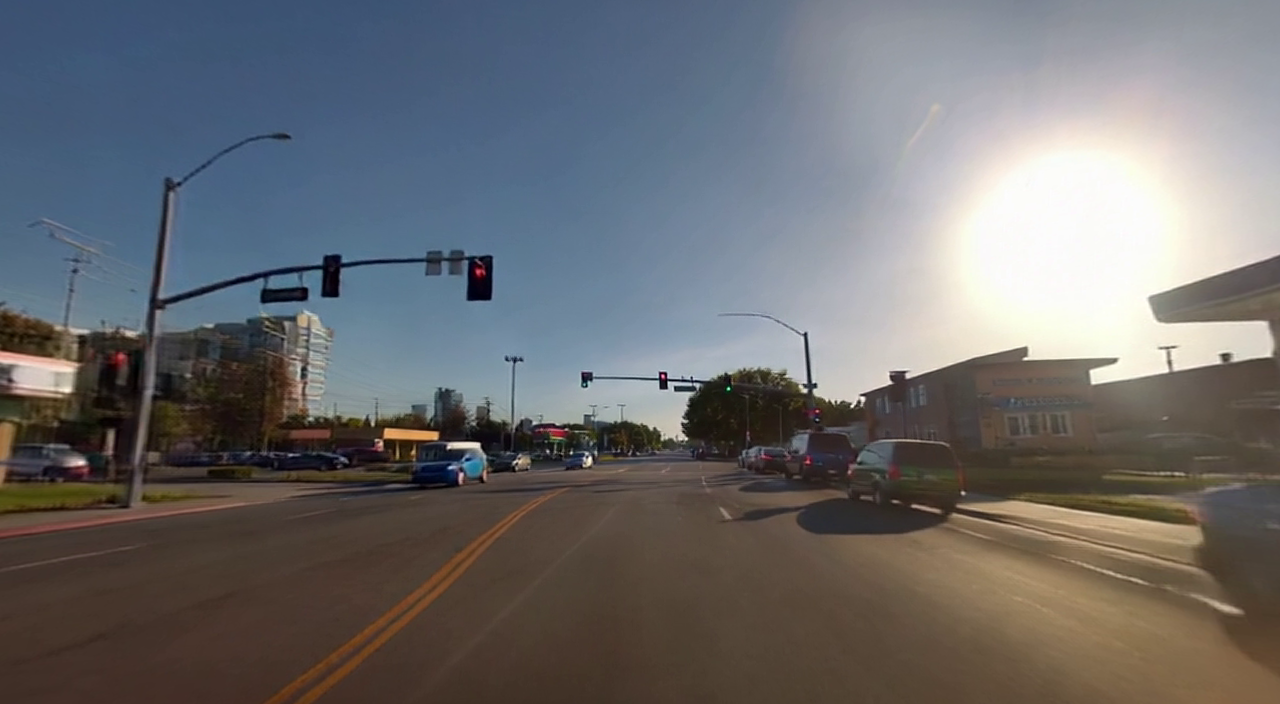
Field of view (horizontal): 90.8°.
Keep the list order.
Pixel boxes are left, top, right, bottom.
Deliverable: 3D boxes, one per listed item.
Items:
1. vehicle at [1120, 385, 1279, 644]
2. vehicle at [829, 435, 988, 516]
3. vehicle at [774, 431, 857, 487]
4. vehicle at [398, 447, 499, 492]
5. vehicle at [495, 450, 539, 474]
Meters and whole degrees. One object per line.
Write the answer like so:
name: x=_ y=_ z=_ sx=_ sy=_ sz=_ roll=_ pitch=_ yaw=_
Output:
vehicle: x=5.755 y=1.052 z=3.680 sx=2.194 sy=1.896 sz=5.049 roll=-1 pitch=-9 yaw=5
vehicle: x=6.615 y=3.076 z=16.334 sx=1.995 sy=1.720 sz=5.067 roll=0 pitch=-9 yaw=2
vehicle: x=7.310 y=4.541 z=27.070 sx=2.181 sy=2.103 sz=6.044 roll=-1 pitch=-9 yaw=4
vehicle: x=-7.502 y=4.634 z=25.322 sx=2.007 sy=1.606 sz=4.764 roll=-1 pitch=-9 yaw=8
vehicle: x=-8.851 y=7.957 z=45.847 sx=1.954 sy=1.652 sz=4.440 roll=-1 pitch=-9 yaw=5
